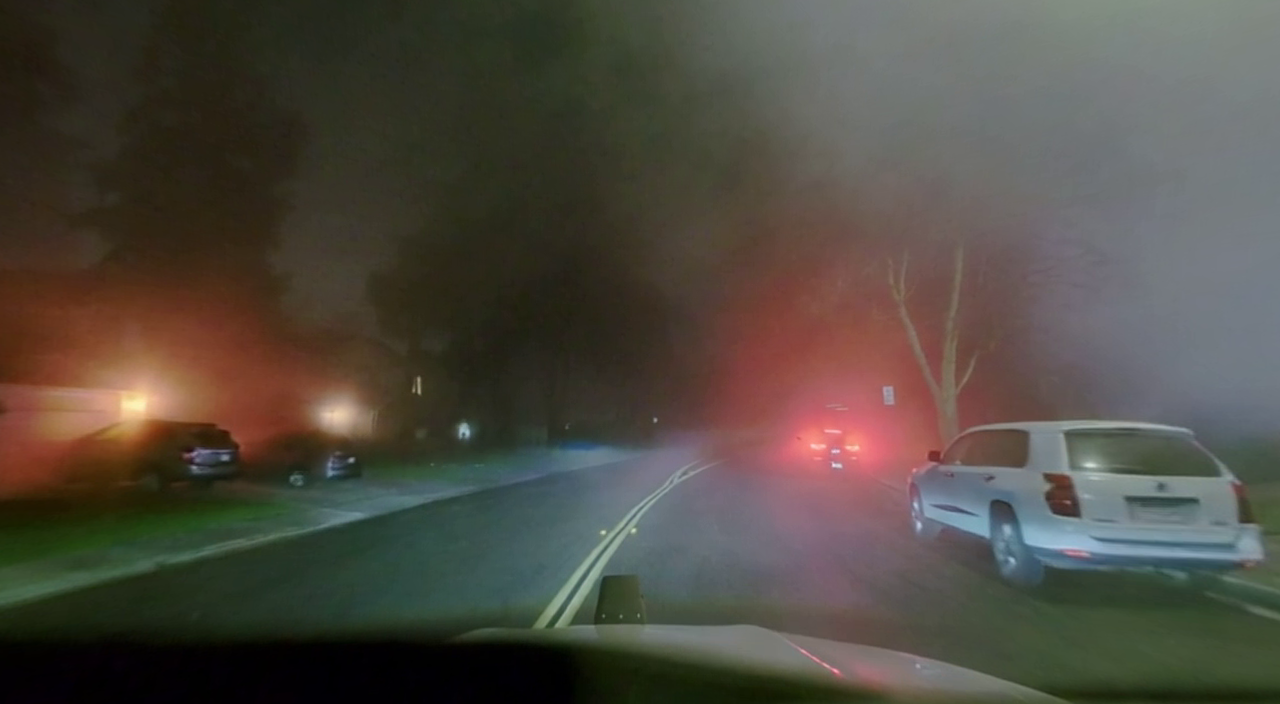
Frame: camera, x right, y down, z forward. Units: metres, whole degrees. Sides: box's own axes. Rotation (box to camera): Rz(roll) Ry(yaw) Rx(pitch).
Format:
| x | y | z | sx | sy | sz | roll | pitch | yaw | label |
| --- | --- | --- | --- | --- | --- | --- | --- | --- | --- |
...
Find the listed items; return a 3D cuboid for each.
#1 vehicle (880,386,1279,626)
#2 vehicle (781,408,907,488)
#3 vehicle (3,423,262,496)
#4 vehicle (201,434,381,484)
| x | y | z | sx | sy | sz | roll | pitch | yaw | label |
| --- | --- | --- | --- | --- | --- | --- | --- | --- | --- |
| 4.515 | 1.513 | 7.213 | 2.194 | 1.786 | 4.704 | -1 | -9 | 7 | vehicle |
| 6.176 | 3.048 | 20.138 | 2.735 | 2.117 | 6.103 | -1 | -9 | 8 | vehicle |
| -12.091 | 2.572 | 15.264 | 4.635 | 1.594 | 2.132 | -1 | -9 | 8 | vehicle |
| -10.662 | 3.290 | 19.506 | 4.455 | 1.419 | 2.017 | -1 | -9 | 7 | vehicle |
